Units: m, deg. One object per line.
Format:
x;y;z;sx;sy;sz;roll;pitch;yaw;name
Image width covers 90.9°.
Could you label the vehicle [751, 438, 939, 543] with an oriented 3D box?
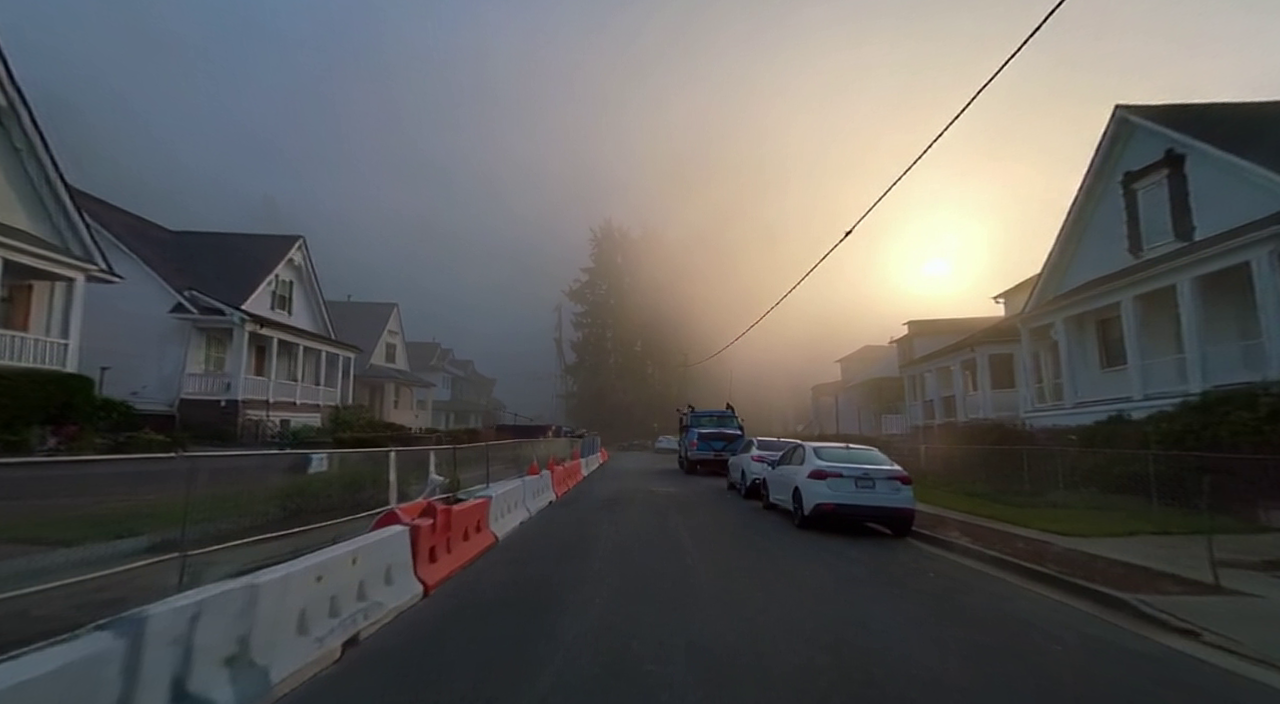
3.248;2.222;10.967;1.805;1.436;4.201;0;-8;-1;vehicle
